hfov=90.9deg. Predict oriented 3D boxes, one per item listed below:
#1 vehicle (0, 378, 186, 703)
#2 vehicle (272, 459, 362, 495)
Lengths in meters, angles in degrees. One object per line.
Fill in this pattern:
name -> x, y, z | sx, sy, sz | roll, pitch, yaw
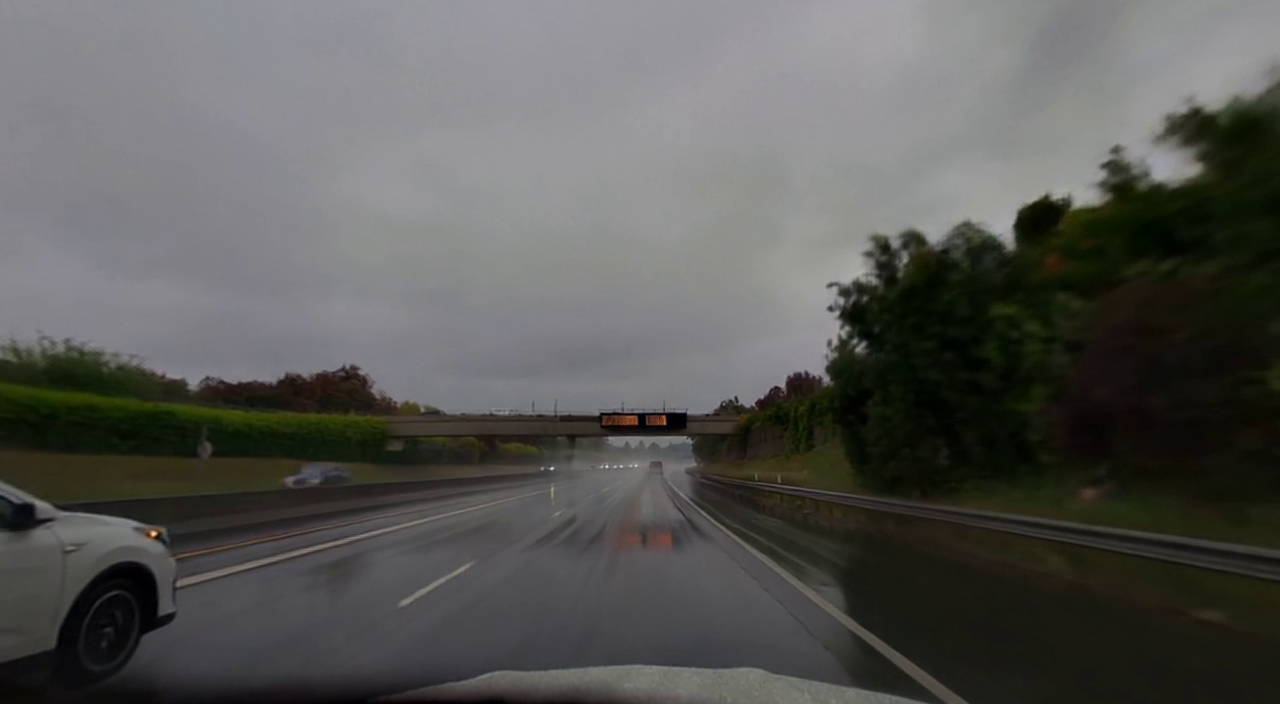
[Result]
vehicle -> -4.115, 0.738, 1.761 | 2.141, 1.697, 4.641 | 1, -11, 0
vehicle -> -14.983, 5.825, 29.492 | 1.930, 1.523, 4.060 | 1, -11, 2
